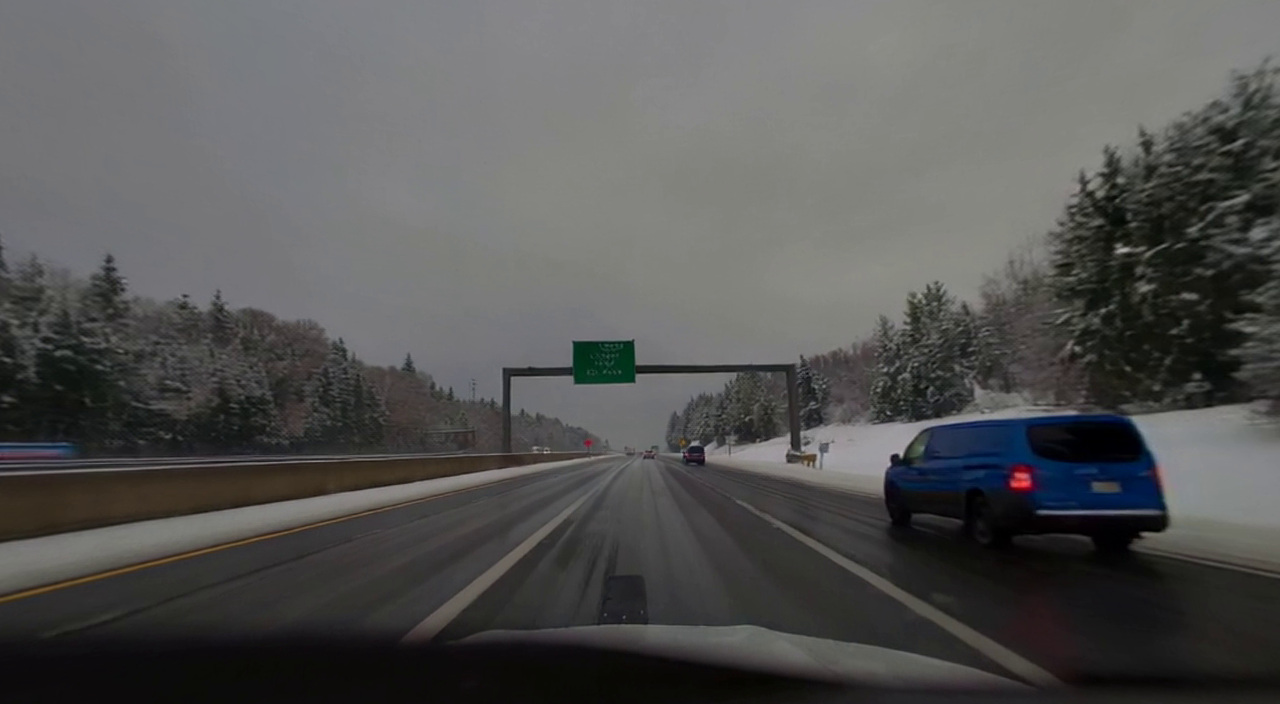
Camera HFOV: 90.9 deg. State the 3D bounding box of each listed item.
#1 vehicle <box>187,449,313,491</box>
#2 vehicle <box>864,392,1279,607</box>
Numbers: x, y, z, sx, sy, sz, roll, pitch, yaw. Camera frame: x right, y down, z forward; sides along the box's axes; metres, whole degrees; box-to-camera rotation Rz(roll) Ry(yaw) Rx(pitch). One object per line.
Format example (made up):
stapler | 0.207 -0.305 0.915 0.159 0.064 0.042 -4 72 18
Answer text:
vehicle | -15.142 4.579 24.830 1.903 1.486 4.666 0 -9 1
vehicle | 4.578 1.584 7.589 1.971 1.795 4.389 0 -9 -3
